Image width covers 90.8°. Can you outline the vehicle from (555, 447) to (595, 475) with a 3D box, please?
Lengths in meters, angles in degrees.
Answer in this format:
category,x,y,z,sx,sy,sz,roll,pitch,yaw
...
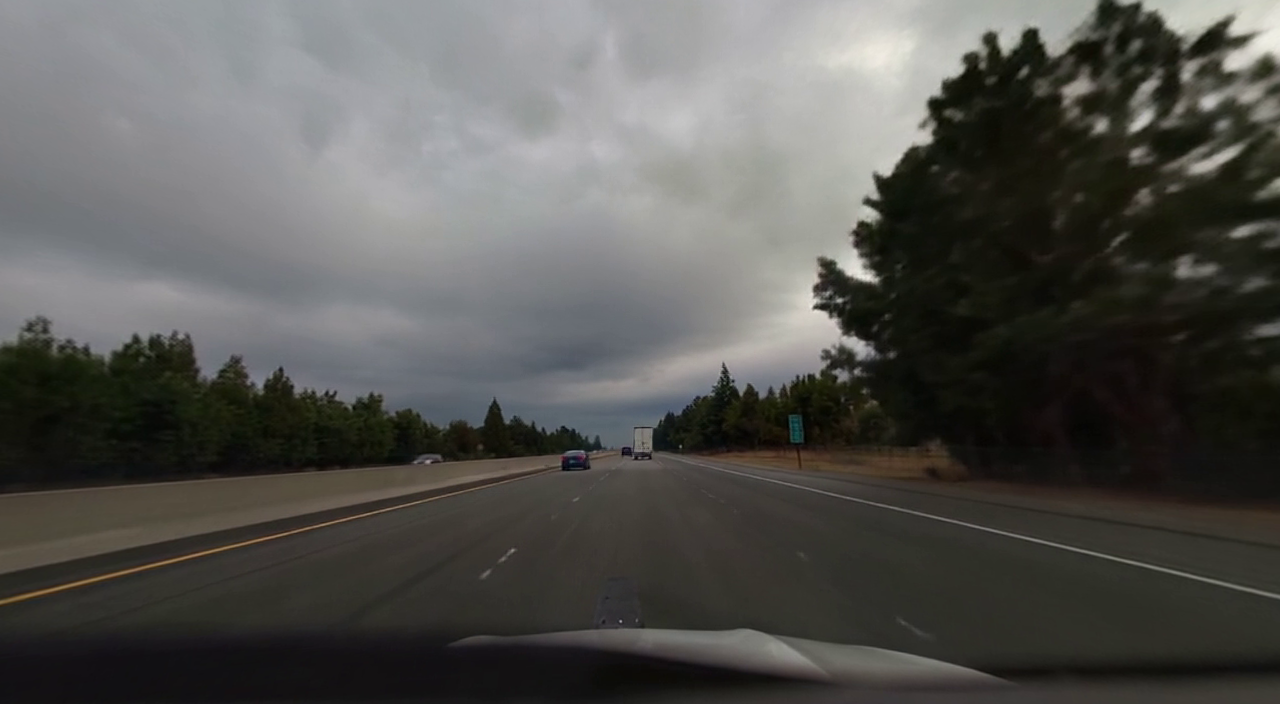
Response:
category,x,y,z,sx,sy,sz,roll,pitch,yaw
vehicle,-3.785,6.383,37.205,2.018,1.548,3.849,0,-9,-1

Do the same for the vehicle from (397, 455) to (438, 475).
category,x,y,z,sx,sy,sz,roll,pitch,yaw
vehicle,-16.853,8.576,47.955,1.741,1.423,3.652,-1,-9,1
